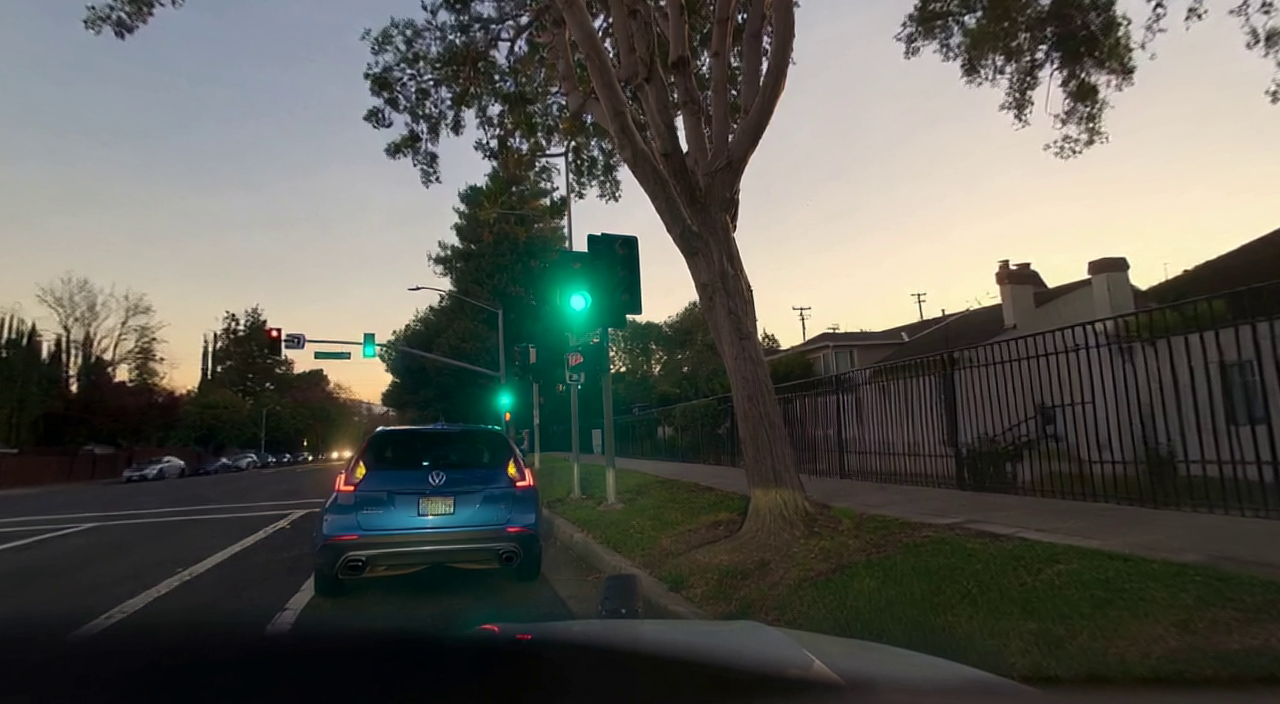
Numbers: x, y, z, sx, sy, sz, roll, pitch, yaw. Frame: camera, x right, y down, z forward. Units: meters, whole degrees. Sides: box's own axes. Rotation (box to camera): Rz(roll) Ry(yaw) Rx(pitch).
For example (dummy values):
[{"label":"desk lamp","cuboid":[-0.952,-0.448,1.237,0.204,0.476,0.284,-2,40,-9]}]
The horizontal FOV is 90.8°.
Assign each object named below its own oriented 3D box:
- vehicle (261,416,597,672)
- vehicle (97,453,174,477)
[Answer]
[{"label":"vehicle","cuboid":[-1.834,1.448,5.881,2.024,1.502,3.702,3,-9,-18]},{"label":"vehicle","cuboid":[-37.411,8.393,46.946,3.959,1.680,1.785,2,-9,-12]}]
